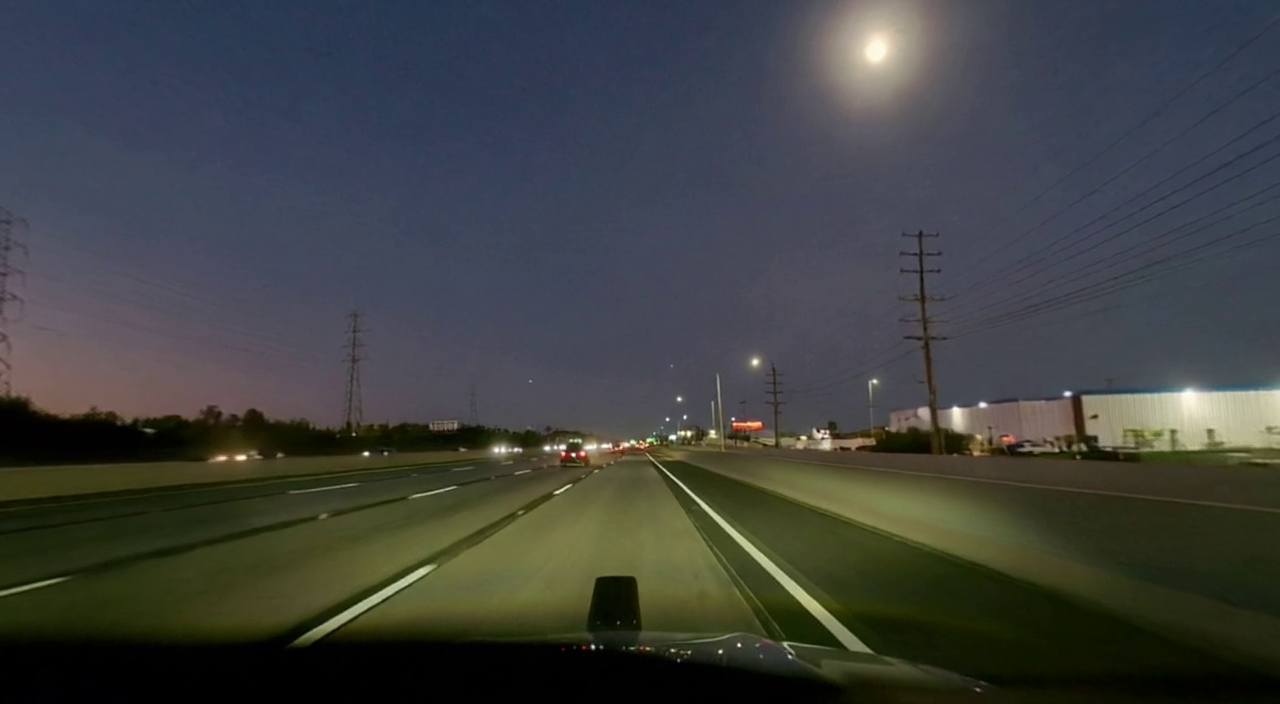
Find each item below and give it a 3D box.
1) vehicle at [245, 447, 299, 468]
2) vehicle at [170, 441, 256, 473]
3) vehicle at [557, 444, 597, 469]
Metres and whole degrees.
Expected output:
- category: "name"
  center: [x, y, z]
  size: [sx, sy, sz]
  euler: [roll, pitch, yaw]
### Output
- category: "vehicle"
  center: [-28.644, 8.229, 49.304]
  size: [1.786, 1.557, 3.981]
  euler: [0, -9, 1]
- category: "vehicle"
  center: [-25.445, 6.258, 37.895]
  size: [1.857, 1.789, 4.628]
  euler: [0, -9, 0]
- category: "vehicle"
  center: [-3.874, 6.471, 39.400]
  size: [1.940, 1.479, 4.545]
  euler: [0, -9, 1]
